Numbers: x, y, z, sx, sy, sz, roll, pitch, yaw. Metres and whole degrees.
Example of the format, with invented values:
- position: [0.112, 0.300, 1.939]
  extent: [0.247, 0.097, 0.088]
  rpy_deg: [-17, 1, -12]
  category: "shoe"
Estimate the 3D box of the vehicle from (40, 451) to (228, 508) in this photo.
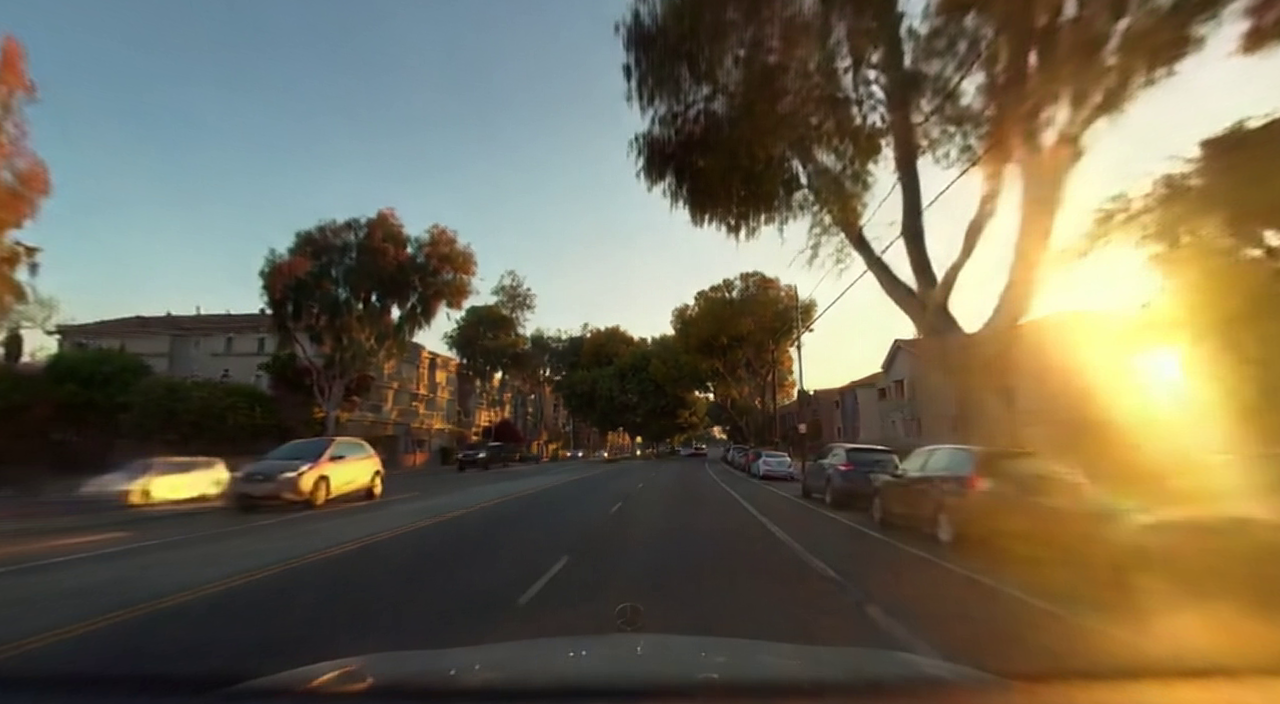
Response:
- position: [-15.368, 3.847, 19.556]
  extent: [1.909, 1.483, 4.498]
  rpy_deg: [-1, -8, 4]
  category: "vehicle"

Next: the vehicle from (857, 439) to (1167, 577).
- position: [4.862, 2.044, 9.334]
  extent: [1.853, 1.457, 4.967]
  rpy_deg: [-1, -8, 4]
  category: "vehicle"

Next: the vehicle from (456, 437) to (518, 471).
- position: [-10.511, 7.026, 43.814]
  extent: [2.469, 2.157, 5.373]
  rpy_deg: [-1, -8, 5]
  category: "vehicle"

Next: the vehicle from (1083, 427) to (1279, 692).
- position: [4.579, 1.043, 2.747]
  extent: [2.046, 1.473, 4.623]
  rpy_deg: [-1, -8, 2]
  category: "vehicle"

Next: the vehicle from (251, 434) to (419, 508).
- position: [-7.992, 3.127, 17.230]
  extent: [2.331, 1.696, 4.861]
  rpy_deg: [0, -8, -3]
  category: "vehicle"

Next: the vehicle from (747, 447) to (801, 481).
- position: [6.096, 5.105, 29.186]
  extent: [1.833, 1.399, 4.727]
  rpy_deg: [-1, -8, 4]
  category: "vehicle"
